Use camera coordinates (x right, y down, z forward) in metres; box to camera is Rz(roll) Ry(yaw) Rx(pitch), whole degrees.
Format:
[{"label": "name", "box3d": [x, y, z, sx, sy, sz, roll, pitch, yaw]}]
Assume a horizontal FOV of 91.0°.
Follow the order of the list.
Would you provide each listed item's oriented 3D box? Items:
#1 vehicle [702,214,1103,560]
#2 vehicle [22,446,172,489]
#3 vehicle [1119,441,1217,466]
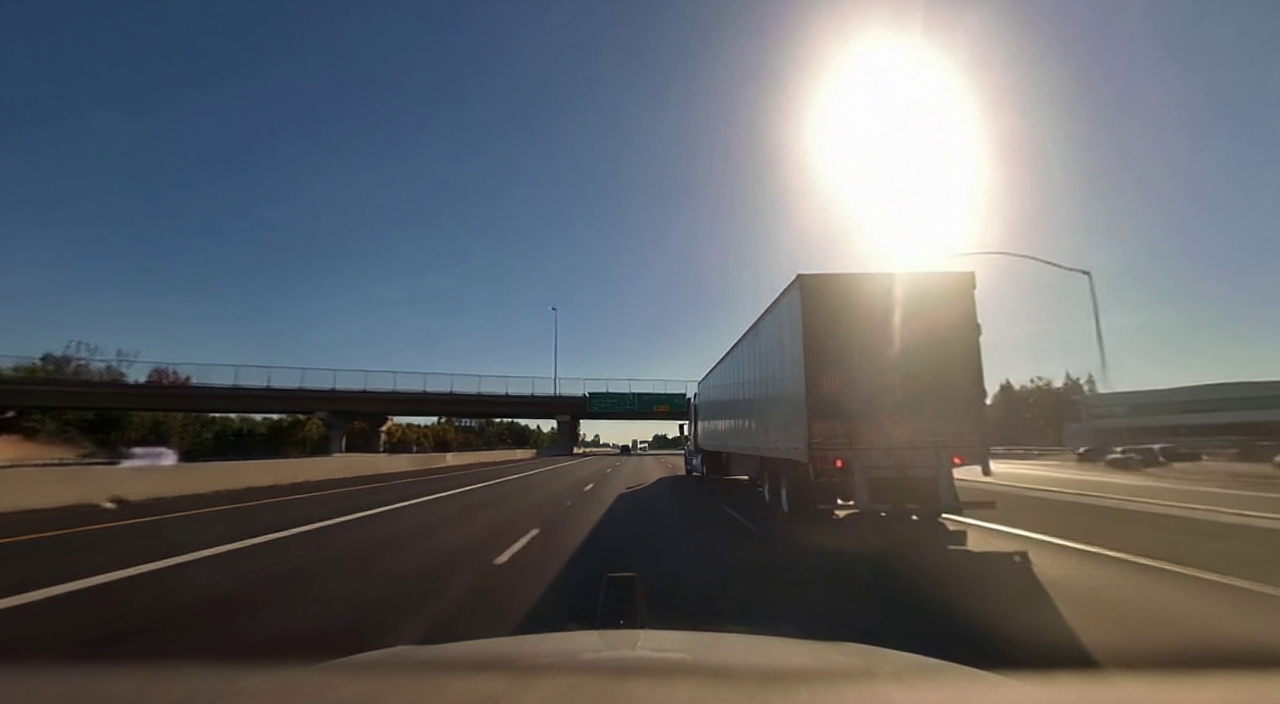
[{"label": "vehicle", "box3d": [3.842, 1.520, 15.479, 2.949, 4.149, 16.046, 0, -9, 0]}, {"label": "vehicle", "box3d": [-22.609, 4.796, 26.564, 1.983, 1.655, 4.774, 0, -9, 1]}, {"label": "vehicle", "box3d": [37.803, 7.246, 45.151, 4.941, 1.744, 2.132, -1, -9, 3]}]
